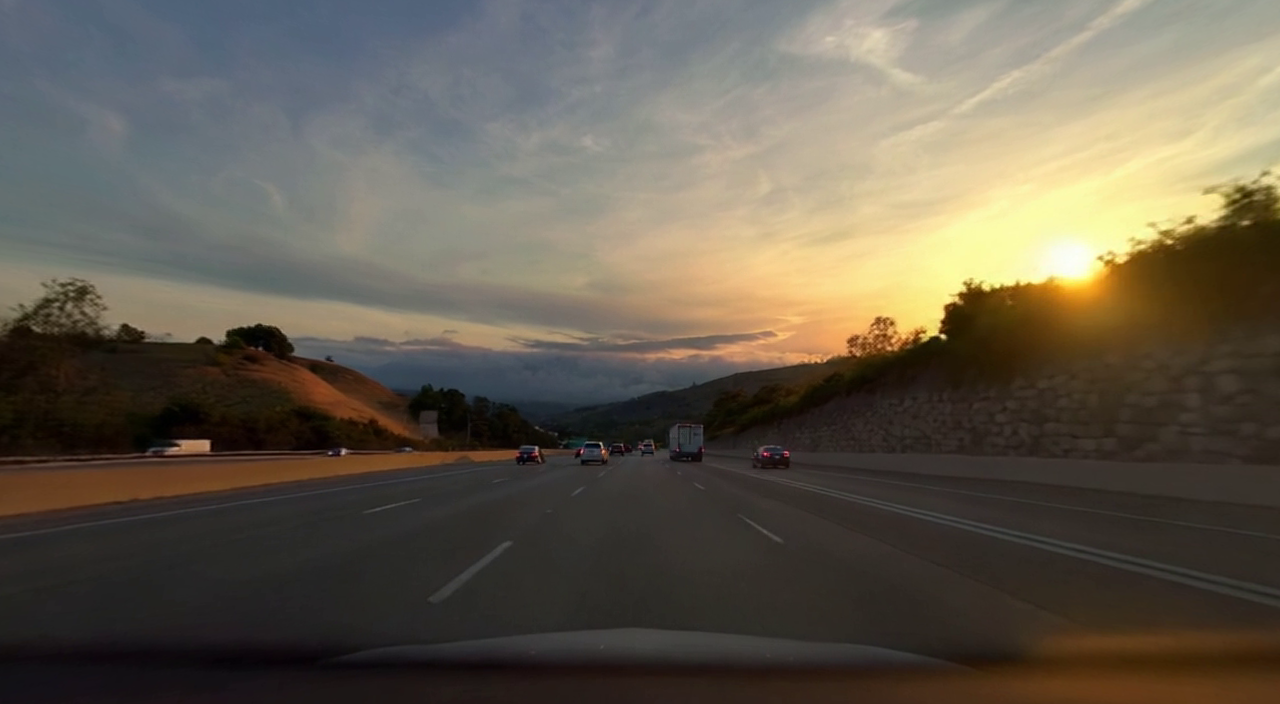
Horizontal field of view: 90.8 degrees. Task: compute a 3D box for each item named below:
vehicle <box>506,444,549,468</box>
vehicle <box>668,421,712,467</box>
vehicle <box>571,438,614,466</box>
[{"bbox_3d":[-7.612,7.078,43.088,2.102,1.522,4.394,0,-8,0],"label":"vehicle"},{"bbox_3d":[3.664,6.953,47.902,2.795,3.187,7.205,0,-8,0],"label":"vehicle"},{"bbox_3d":[-3.573,7.678,48.754,2.720,2.041,5.432,0,-8,1],"label":"vehicle"}]
